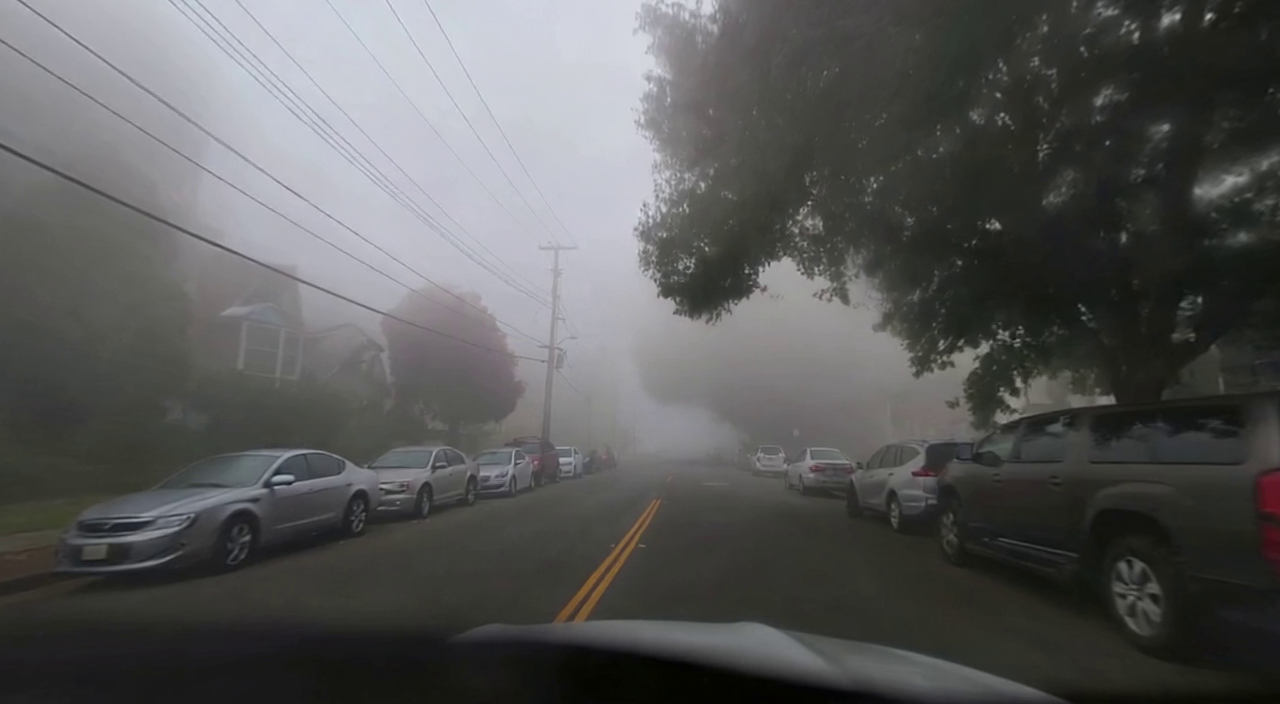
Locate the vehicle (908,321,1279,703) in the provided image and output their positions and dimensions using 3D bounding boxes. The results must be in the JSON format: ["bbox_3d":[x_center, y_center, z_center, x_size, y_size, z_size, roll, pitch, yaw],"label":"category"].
[{"bbox_3d":[4.722,1.284,5.758,2.407,2.088,5.951,-1,-9,5],"label":"vehicle"}]

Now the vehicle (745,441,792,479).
[{"bbox_3d":[6.499,5.476,32.338,1.936,1.756,4.127,-1,-9,6],"label":"vehicle"}]

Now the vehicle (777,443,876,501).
[{"bbox_3d":[5.681,3.669,19.890,1.910,1.567,4.856,0,-9,4],"label":"vehicle"}]

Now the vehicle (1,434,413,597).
[{"bbox_3d":[-4.978,1.861,8.425,1.950,1.494,4.816,0,-7,2],"label":"vehicle"}]
